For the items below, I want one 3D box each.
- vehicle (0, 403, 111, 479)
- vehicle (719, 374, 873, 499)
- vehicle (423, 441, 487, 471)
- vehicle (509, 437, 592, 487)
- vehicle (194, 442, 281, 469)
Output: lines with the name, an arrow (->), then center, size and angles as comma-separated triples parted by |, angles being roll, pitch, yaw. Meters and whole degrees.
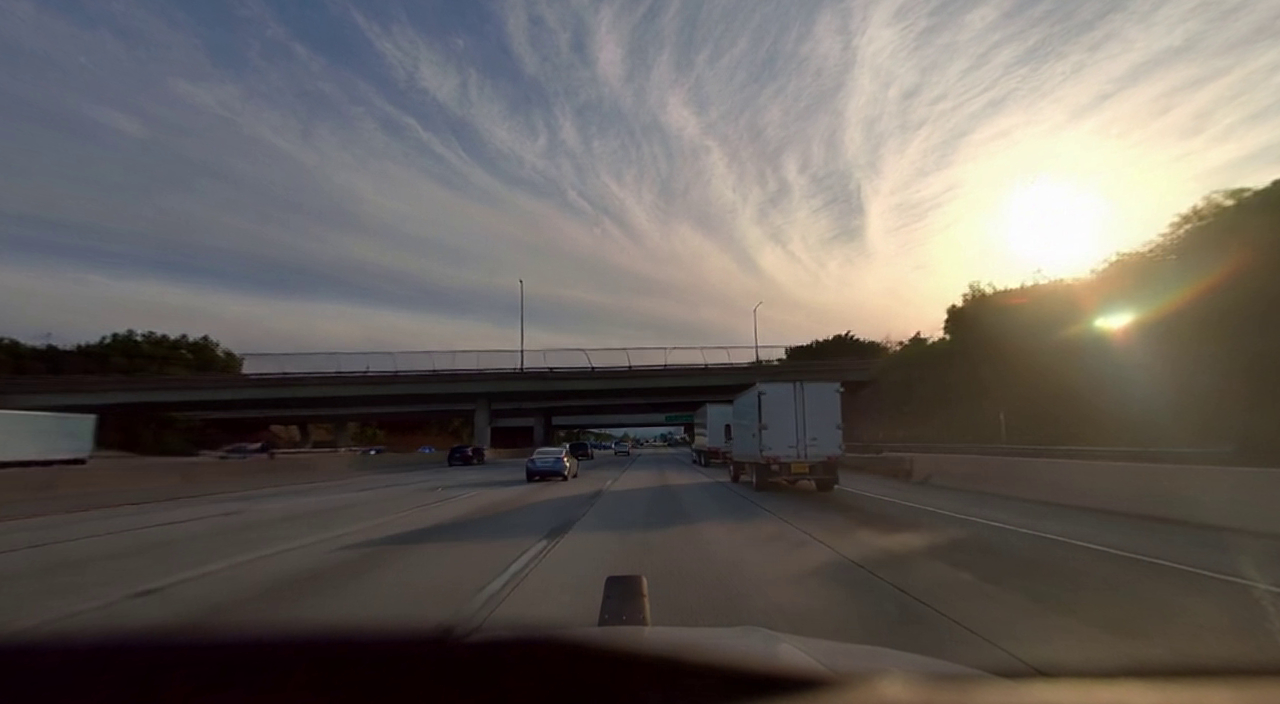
vehicle -> -35.866, 4.579, 32.342 | 2.911, 4.023, 16.399 | 0, -8, 2
vehicle -> 4.245, 2.562, 19.003 | 2.732, 3.052, 7.118 | 0, -8, 0
vehicle -> -9.720, 5.473, 33.508 | 1.899, 1.465, 4.589 | 0, -8, 1
vehicle -> -2.791, 3.550, 20.738 | 1.981, 1.473, 4.317 | 0, -8, 2
vehicle -> -27.886, 7.157, 44.008 | 2.155, 1.732, 5.806 | 0, -8, 2
